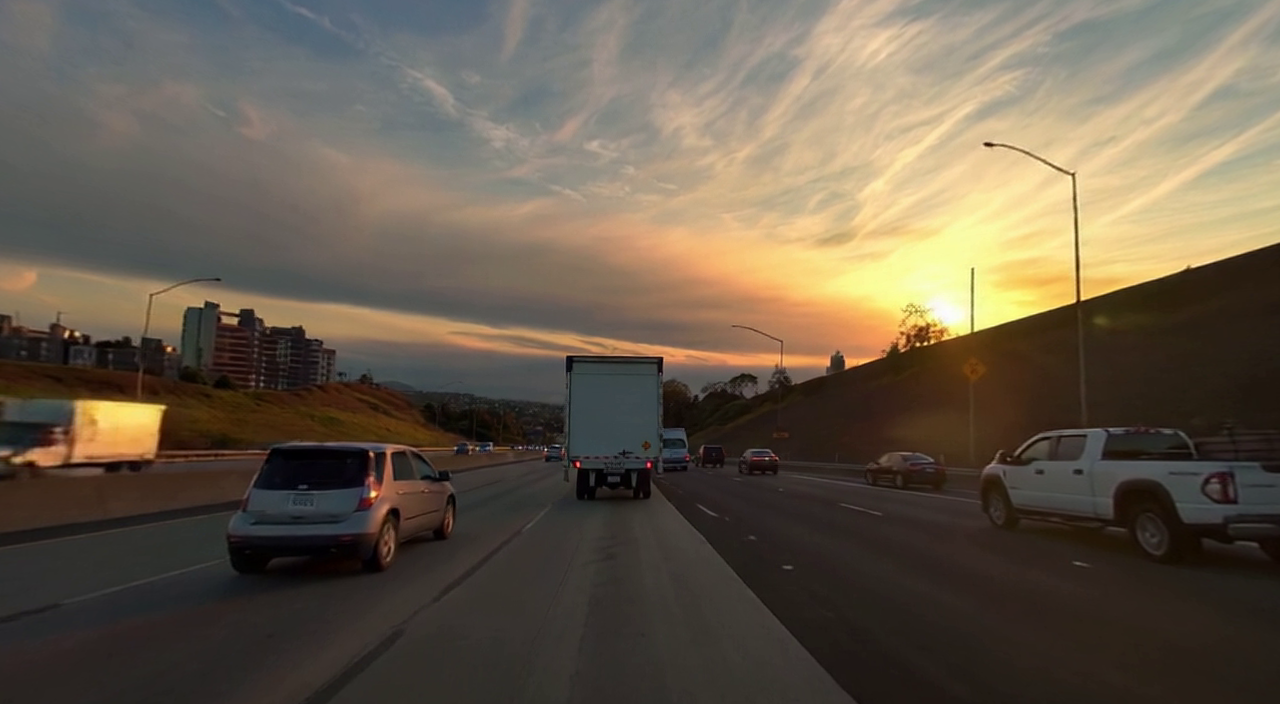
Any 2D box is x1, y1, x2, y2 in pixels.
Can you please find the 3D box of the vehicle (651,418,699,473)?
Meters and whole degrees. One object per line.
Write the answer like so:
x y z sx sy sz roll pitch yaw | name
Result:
2.342 6.674 45.146 2.669 3.491 8.645 0 -9 -2 | vehicle

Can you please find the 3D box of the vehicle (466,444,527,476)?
-7.240 5.502 32.428 1.973 1.471 4.779 0 -9 0 | vehicle

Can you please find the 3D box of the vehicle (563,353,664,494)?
-0.770 2.856 23.616 2.906 4.040 10.743 0 -9 0 | vehicle

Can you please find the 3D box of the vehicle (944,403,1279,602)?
6.316 1.700 8.135 2.188 1.731 5.031 0 -9 -1 | vehicle

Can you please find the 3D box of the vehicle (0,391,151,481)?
-19.658 2.853 20.975 2.176 2.594 5.800 0 -9 -2 | vehicle

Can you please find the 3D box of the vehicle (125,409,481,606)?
-3.365 1.621 7.446 1.946 1.641 4.105 0 -9 -1 | vehicle

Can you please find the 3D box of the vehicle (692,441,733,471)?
5.476 7.940 48.488 2.297 2.116 5.052 0 -9 -3 | vehicle

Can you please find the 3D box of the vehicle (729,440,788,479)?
6.116 5.612 33.183 2.070 1.888 4.546 0 -9 -2 | vehicle
